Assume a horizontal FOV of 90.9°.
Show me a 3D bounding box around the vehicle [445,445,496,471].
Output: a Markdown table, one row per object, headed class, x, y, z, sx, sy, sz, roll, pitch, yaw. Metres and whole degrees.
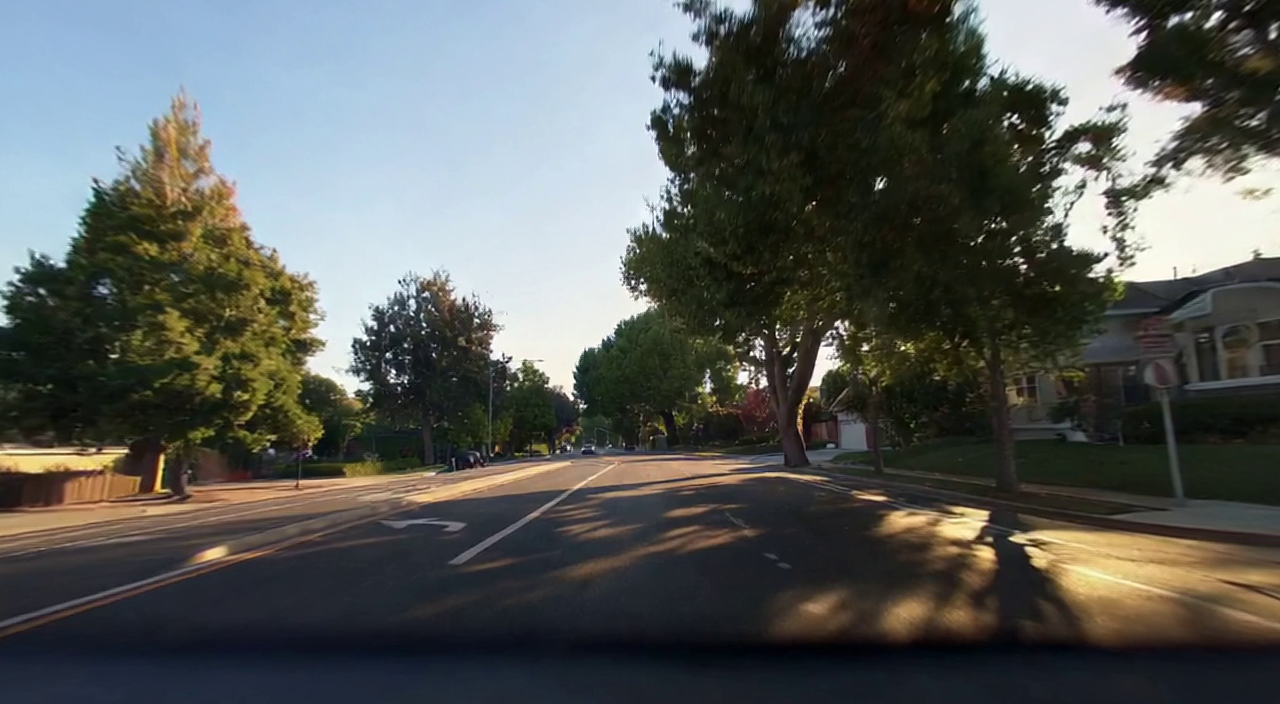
| class | x | y | z | sx | sy | sz | roll | pitch | yaw |
| --- | --- | --- | --- | --- | --- | --- | --- | --- | --- |
| vehicle | -12.036 | 7.542 | 45.177 | 2.066 | 1.681 | 5.292 | -1 | -8 | 2 |
